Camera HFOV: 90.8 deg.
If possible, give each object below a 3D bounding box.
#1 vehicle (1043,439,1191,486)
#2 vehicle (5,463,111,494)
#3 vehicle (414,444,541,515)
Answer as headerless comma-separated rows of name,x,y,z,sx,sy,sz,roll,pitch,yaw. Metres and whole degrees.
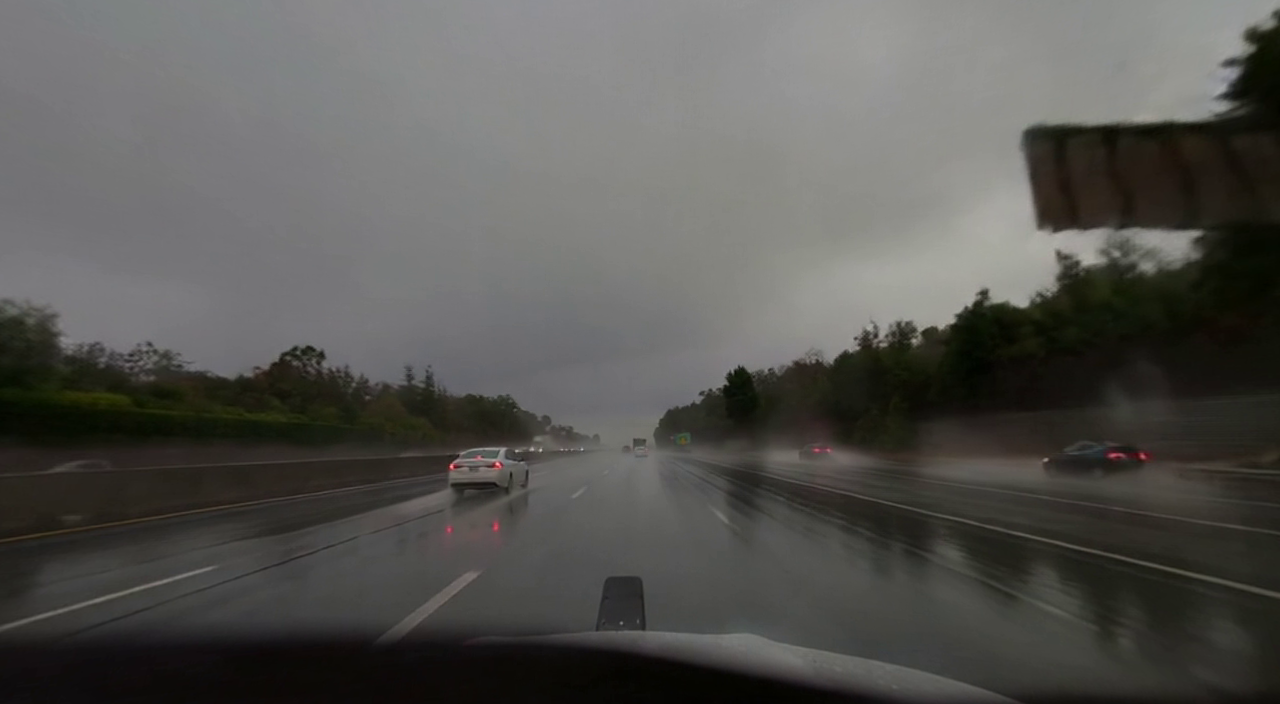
vehicle,16.282,3.794,21.904,1.805,1.427,4.447,-1,-9,3
vehicle,-31.205,6.763,34.005,1.763,1.463,4.259,0,-9,-2
vehicle,-3.733,2.996,15.408,1.873,1.438,4.546,-1,-9,1
